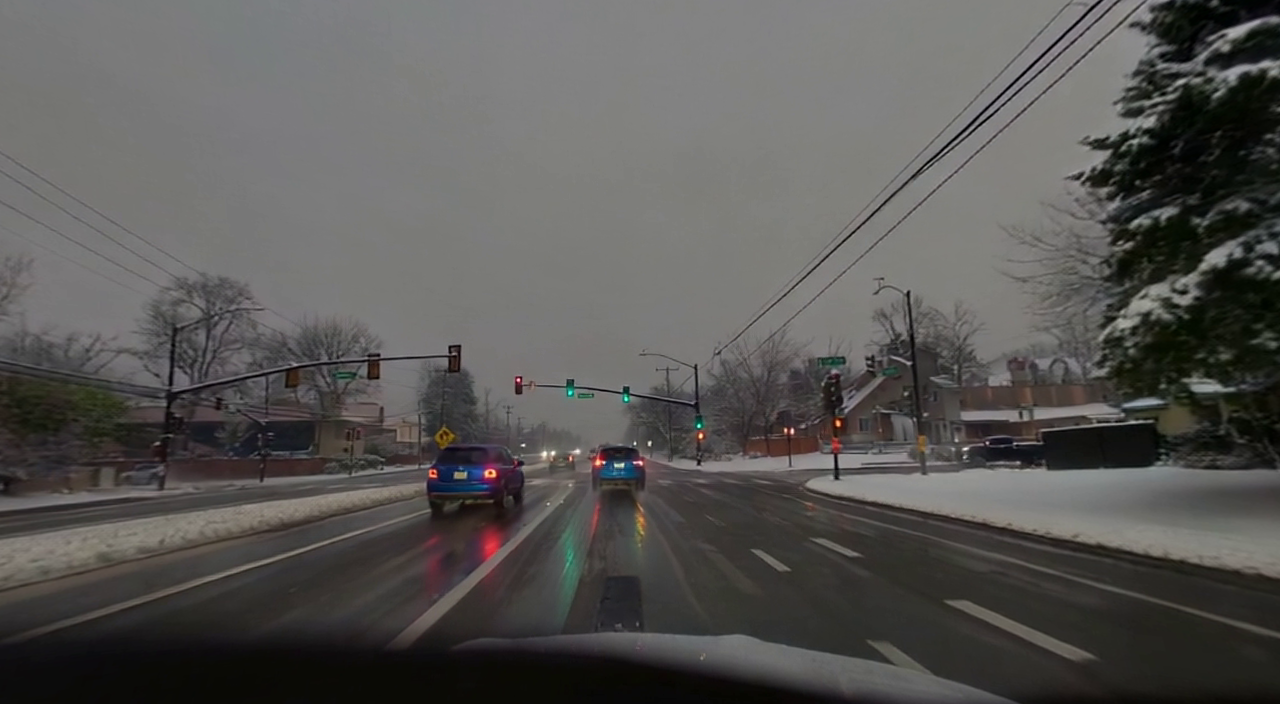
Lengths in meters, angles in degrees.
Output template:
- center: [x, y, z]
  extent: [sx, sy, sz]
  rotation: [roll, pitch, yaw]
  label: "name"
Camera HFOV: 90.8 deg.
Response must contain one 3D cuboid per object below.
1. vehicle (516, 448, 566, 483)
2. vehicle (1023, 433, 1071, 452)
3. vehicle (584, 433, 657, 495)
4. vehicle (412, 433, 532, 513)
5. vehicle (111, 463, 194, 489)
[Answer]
- center: [-4.471, 5.166, 29.080]
  extent: [1.863, 1.449, 4.153]
  rotation: [1, -9, -3]
  label: "vehicle"
- center: [31.186, 6.965, 48.526]
  extent: [1.754, 1.414, 3.590]
  rotation: [-1, -9, 10]
  label: "vehicle"
- center: [-0.654, 3.670, 21.060]
  extent: [2.155, 1.836, 4.250]
  rotation: [0, -9, -2]
  label: "vehicle"
- center: [-3.933, 2.890, 15.546]
  extent: [1.899, 1.685, 4.121]
  rotation: [0, -9, -1]
  label: "vehicle"
- center: [-35.413, 8.957, 45.916]
  extent: [4.533, 1.738, 2.151]
  rotation: [-2, -9, 10]
  label: "vehicle"
